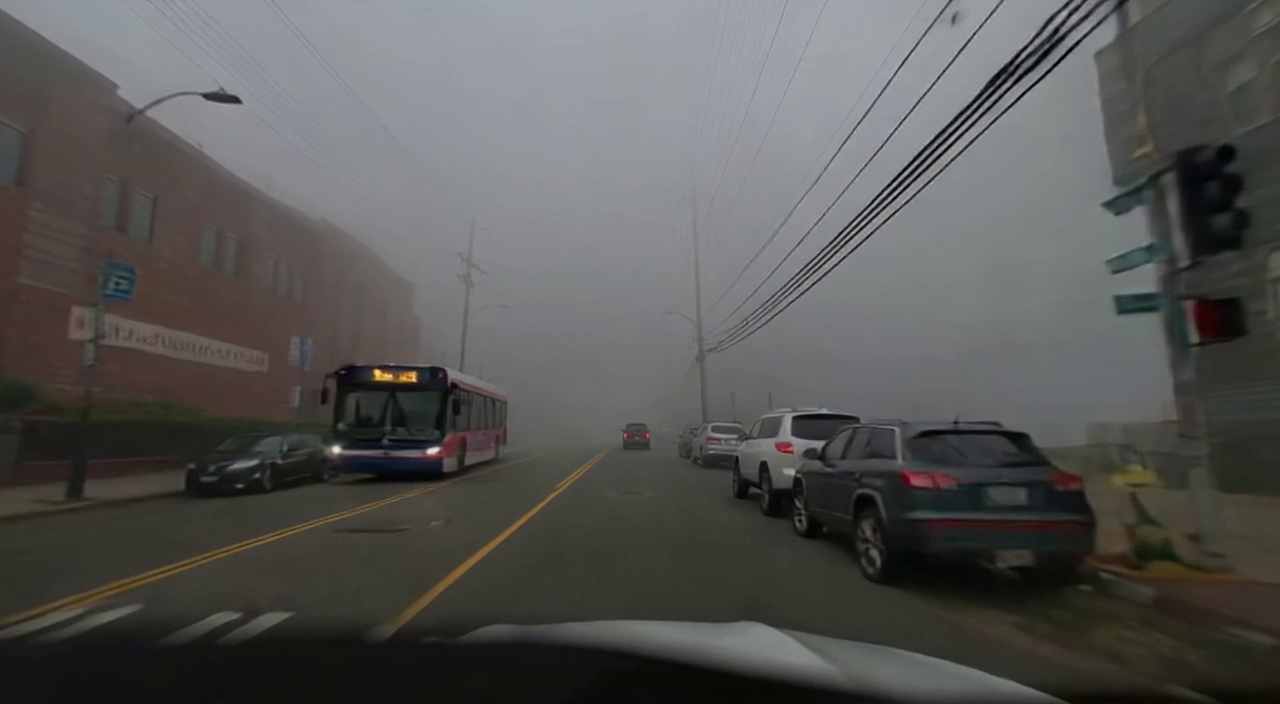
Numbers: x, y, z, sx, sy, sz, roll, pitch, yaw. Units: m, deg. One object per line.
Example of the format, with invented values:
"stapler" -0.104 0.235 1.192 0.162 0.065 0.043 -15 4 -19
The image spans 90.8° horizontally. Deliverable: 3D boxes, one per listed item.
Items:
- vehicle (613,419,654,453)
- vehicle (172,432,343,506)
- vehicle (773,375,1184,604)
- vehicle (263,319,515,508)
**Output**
"vehicle" -0.365 4.738 35.646 2.190 1.783 4.048 0 -8 0
"vehicle" -9.987 3.016 16.960 2.031 1.539 4.089 0 -5 0
"vehicle" 3.093 1.433 7.161 2.171 1.751 4.373 1 -10 -1
"vehicle" -5.713 1.992 17.747 3.297 3.342 12.875 1 -8 -7
